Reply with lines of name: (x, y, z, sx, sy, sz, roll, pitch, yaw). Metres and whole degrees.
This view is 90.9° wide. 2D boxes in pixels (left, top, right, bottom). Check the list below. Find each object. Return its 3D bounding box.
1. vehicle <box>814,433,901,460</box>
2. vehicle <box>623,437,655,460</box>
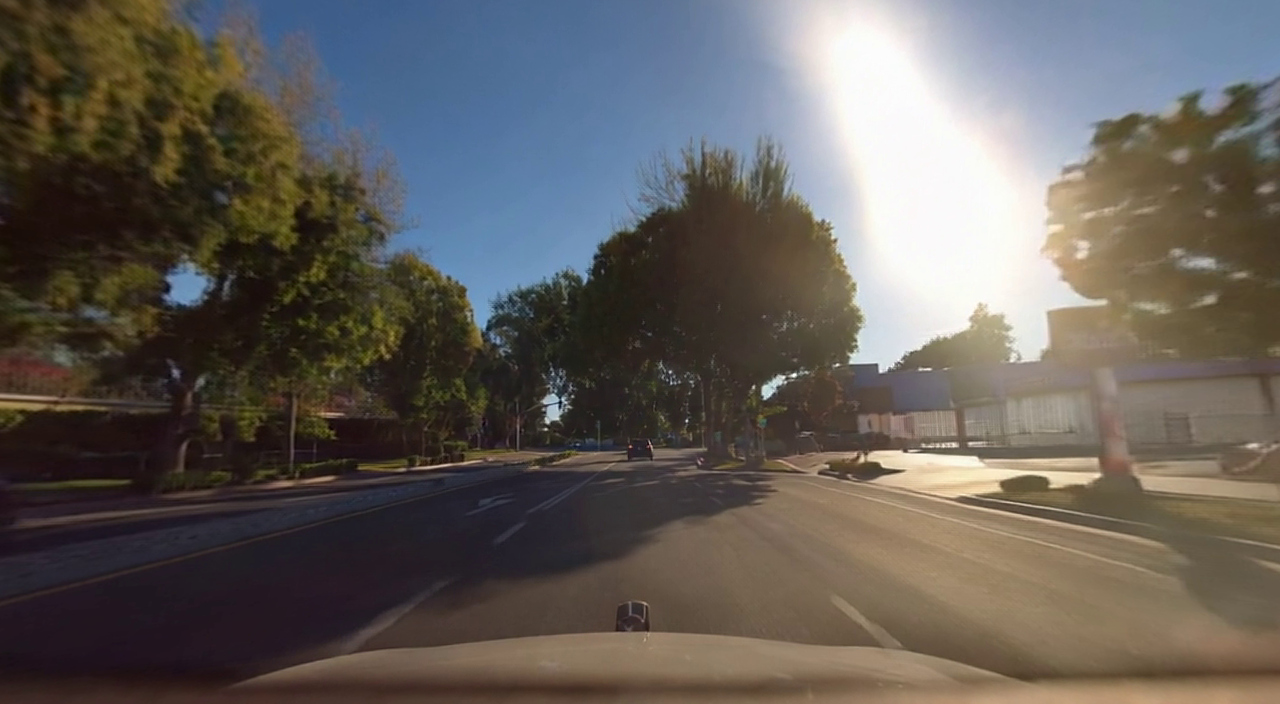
vehicle: (14.128, 6.117, 41.027, 5.001, 1.554, 1.961, -3, -8, 31)
vehicle: (-0.032, 7.125, 46.695, 2.196, 1.646, 4.109, 0, -8, 2)
